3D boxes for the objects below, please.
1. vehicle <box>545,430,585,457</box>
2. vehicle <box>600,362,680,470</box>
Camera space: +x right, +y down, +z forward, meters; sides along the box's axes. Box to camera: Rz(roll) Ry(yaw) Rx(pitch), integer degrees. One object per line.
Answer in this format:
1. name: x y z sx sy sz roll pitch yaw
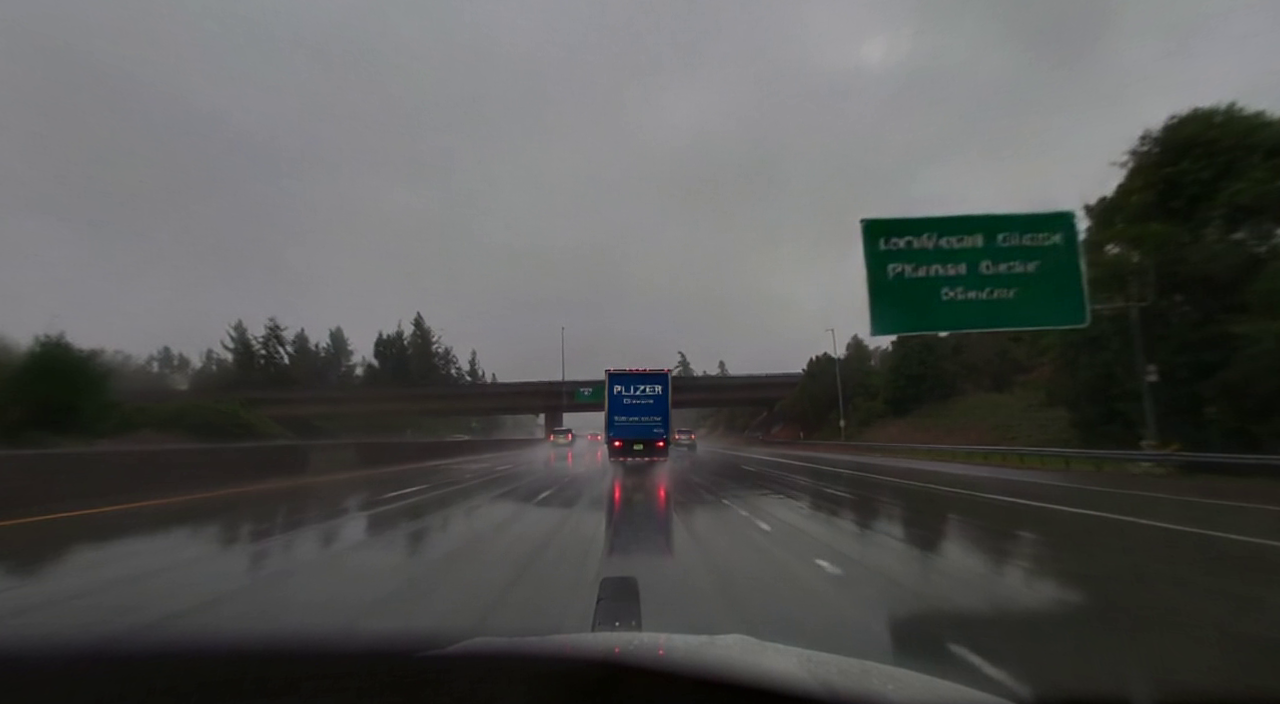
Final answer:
1. vehicle: -4.970 6.149 42.366 2.198 1.712 4.655 0 -8 -1
2. vehicle: -0.150 3.156 29.155 2.926 3.959 11.818 0 -8 -1
